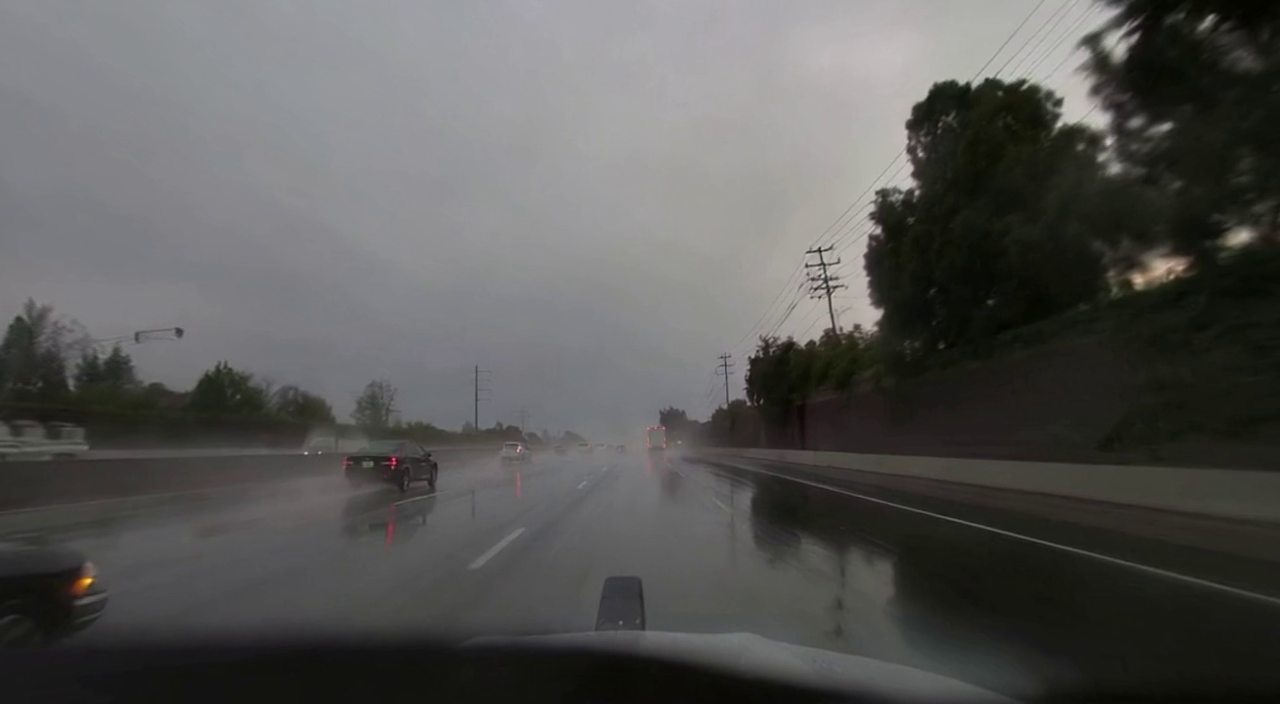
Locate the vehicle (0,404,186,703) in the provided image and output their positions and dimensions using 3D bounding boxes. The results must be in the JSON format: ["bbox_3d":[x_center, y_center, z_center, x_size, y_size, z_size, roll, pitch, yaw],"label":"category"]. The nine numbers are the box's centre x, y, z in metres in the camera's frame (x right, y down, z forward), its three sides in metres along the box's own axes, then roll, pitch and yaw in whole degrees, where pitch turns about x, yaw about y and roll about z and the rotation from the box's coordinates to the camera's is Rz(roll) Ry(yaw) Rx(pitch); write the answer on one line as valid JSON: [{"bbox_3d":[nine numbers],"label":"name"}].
[{"bbox_3d":[-3.723,0.771,1.173,2.045,1.532,4.954,0,-9,0],"label":"vehicle"}]

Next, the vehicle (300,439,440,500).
[{"bbox_3d":[-7.550,3.329,18.241,1.946,1.514,4.687,0,-9,1],"label":"vehicle"}]
